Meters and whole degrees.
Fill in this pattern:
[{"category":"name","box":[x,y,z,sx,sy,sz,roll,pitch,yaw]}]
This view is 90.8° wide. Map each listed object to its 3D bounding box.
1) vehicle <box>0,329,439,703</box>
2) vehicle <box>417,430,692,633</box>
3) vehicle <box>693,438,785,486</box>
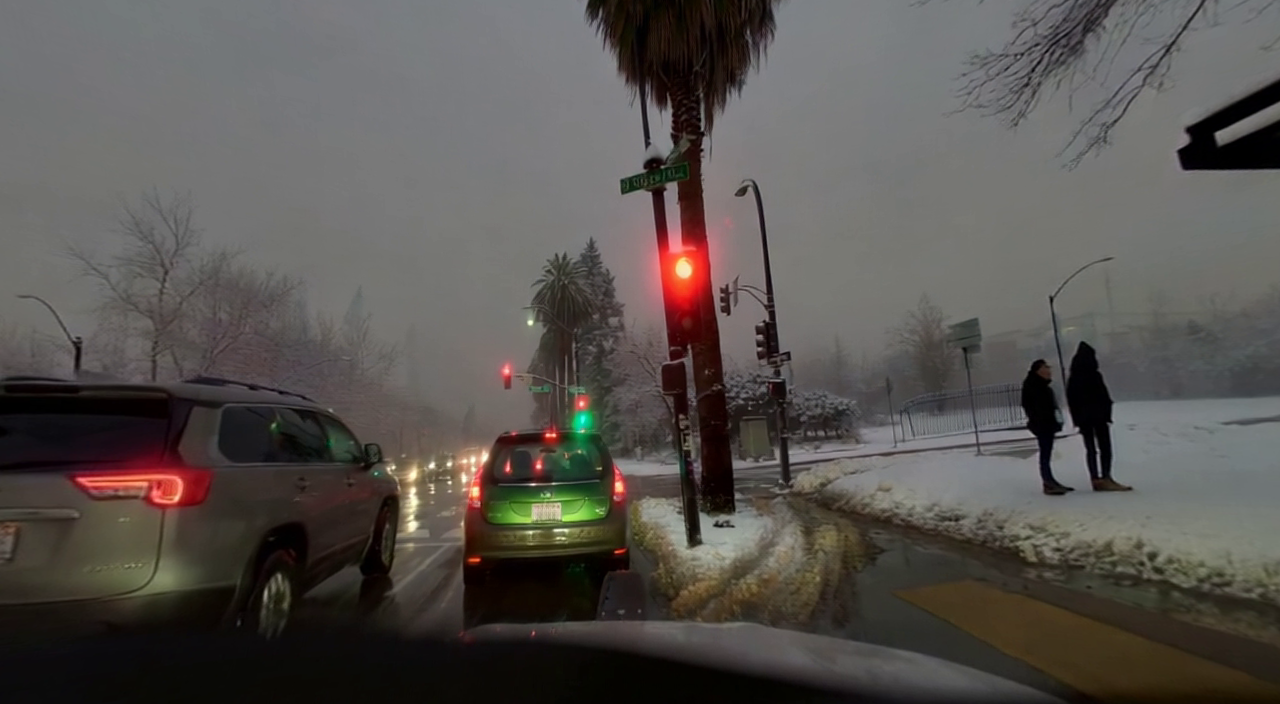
[{"category":"vehicle","box":[-3.011,1.160,4.651,2.098,1.851,4.571,1,-9,-8]},{"category":"vehicle","box":[-0.981,1.665,6.978,2.065,1.467,4.289,1,-9,-10]},{"category":"vehicle","box":[4.987,5.550,31.996,3.986,1.636,1.903,8,0,-11]}]
